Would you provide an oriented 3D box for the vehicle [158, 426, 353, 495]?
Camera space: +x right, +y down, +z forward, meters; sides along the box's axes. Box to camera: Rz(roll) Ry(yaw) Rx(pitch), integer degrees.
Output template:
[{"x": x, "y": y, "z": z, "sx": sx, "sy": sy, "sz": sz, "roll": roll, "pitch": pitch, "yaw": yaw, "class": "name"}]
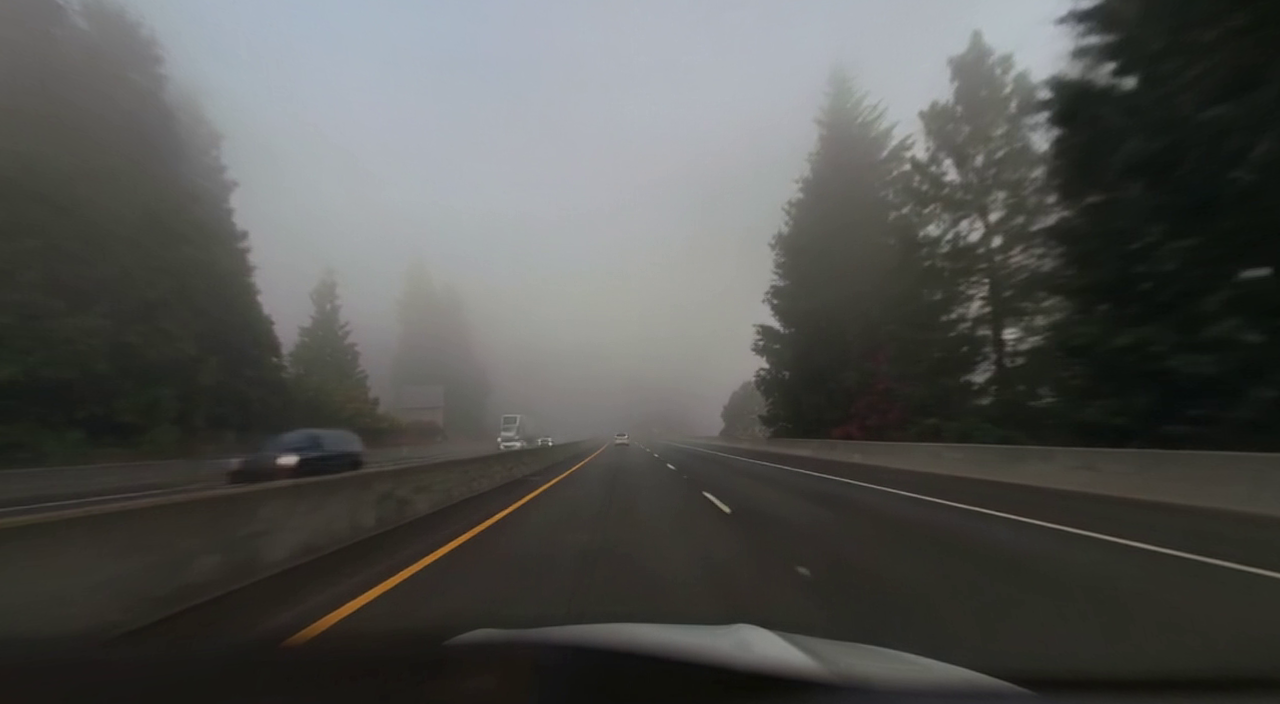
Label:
[{"x": -10.208, "y": 2.895, "z": 17.275, "sx": 2.498, "sy": 1.625, "sz": 4.617, "roll": 0, "pitch": -8, "yaw": -1, "class": "vehicle"}]
